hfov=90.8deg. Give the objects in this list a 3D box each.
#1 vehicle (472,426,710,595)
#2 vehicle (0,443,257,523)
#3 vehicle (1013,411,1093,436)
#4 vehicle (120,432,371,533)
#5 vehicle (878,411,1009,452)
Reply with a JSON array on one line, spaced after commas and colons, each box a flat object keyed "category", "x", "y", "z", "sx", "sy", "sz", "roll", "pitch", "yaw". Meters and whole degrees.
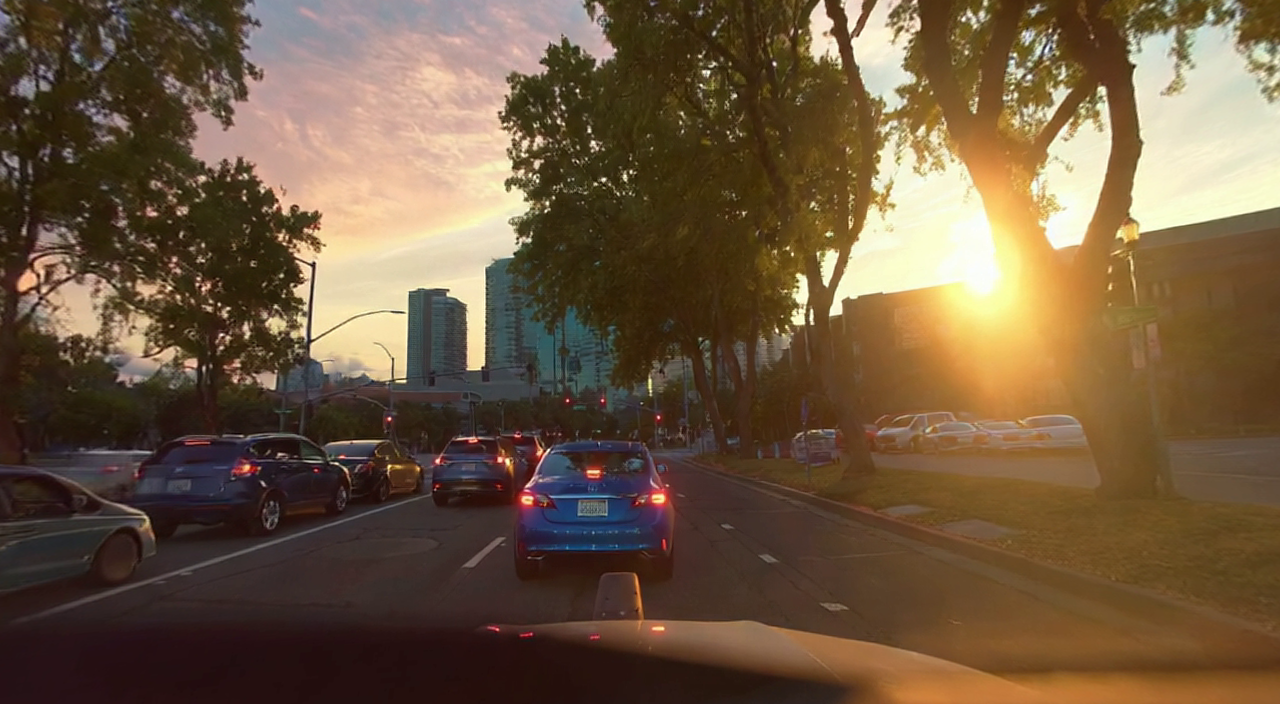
[{"category": "vehicle", "x": -0.420, "y": 1.711, "z": 7.630, "sx": 2.104, "sy": 1.472, "sz": 3.946, "roll": 0, "pitch": -9, "yaw": 0}, {"category": "vehicle", "x": -10.871, "y": 2.770, "z": 13.959, "sx": 2.039, "sy": 1.447, "sz": 4.496, "roll": 0, "pitch": -9, "yaw": -1}, {"category": "vehicle", "x": 30.257, "y": 5.264, "z": 46.436, "sx": 4.627, "sy": 1.671, "sz": 1.929, "roll": -5, "pitch": -10, "yaw": 28}, {"category": "vehicle", "x": -7.273, "y": 2.430, "z": 12.353, "sx": 2.096, "sy": 1.593, "sz": 4.288, "roll": 0, "pitch": -9, "yaw": 1}, {"category": "vehicle", "x": 13.932, "y": 3.705, "z": 29.227, "sx": 4.975, "sy": 1.809, "sz": 1.956, "roll": 0, "pitch": -9, "yaw": 1}]
